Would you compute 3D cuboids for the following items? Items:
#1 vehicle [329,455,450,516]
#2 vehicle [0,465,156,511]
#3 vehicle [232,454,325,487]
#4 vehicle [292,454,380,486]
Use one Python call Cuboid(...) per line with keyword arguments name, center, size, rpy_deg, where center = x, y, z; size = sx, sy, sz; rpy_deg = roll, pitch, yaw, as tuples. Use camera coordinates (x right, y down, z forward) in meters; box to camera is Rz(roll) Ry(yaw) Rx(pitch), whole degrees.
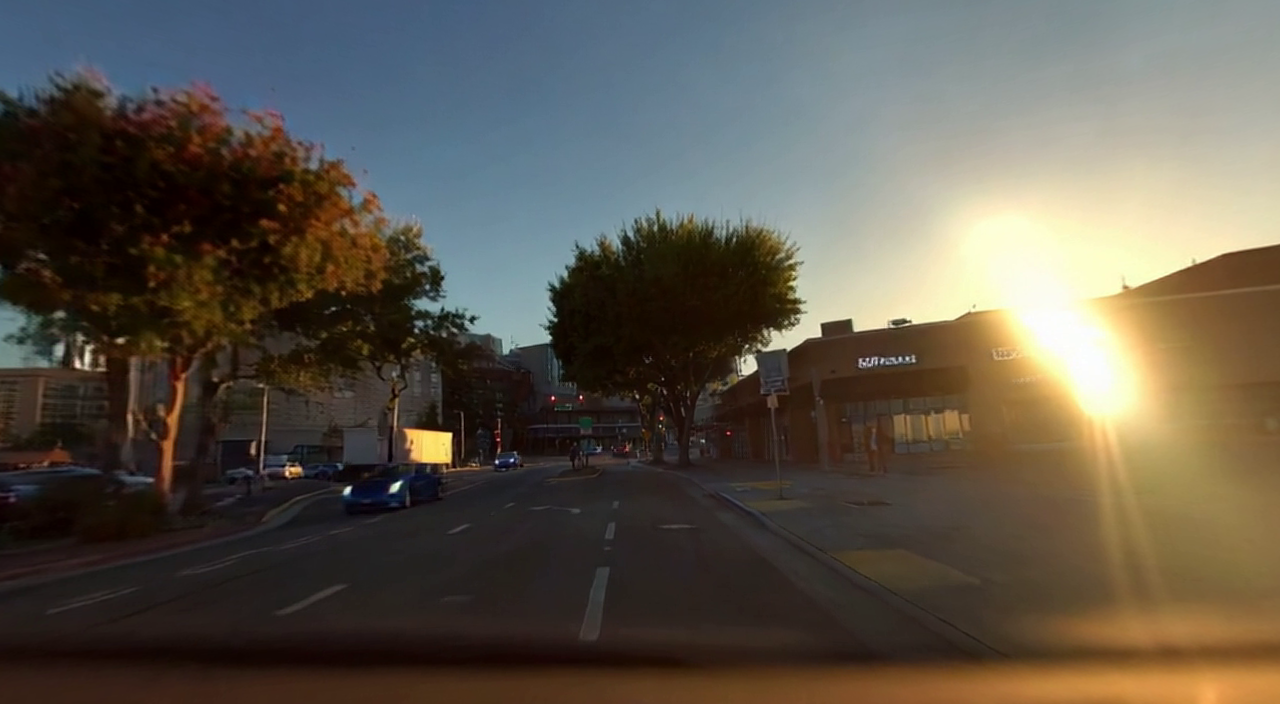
Cuboid(name="vehicle", center=(-7.328, 3.922, 19.036), size=(1.899, 1.517, 4.384), rpy_deg=(0, -9, -1))
Cuboid(name="vehicle", center=(-22.022, 5.268, 24.782), size=(1.928, 1.490, 4.462), rpy_deg=(-4, -9, 16))
Cuboid(name="vehicle", center=(-21.686, 7.106, 38.116), size=(2.025, 1.756, 4.749), rpy_deg=(-2, -9, 15))
Cuboid(name="vehicle", center=(-18.161, 7.005, 37.985), size=(2.101, 1.721, 4.587), rpy_deg=(-3, -9, 17))
